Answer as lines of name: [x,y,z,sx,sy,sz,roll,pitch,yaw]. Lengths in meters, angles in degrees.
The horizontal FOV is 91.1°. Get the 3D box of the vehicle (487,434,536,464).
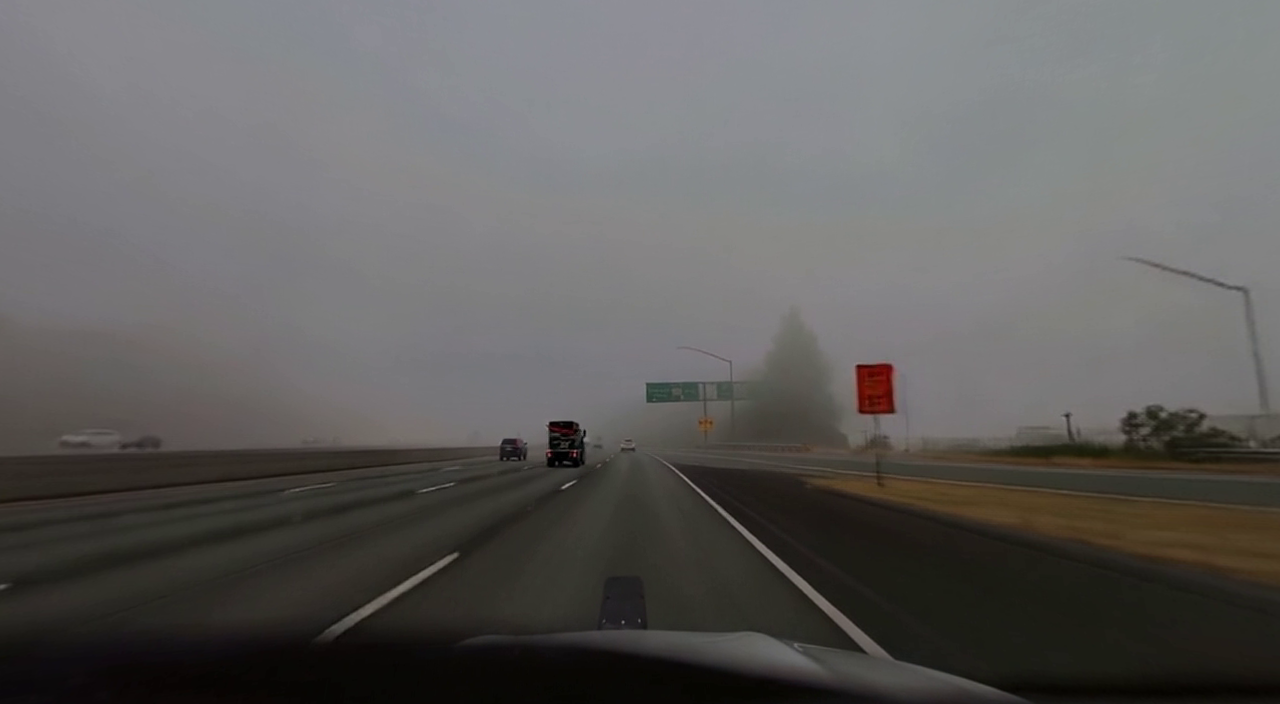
vehicle: [-7.926,6.000,39.059,2.078,1.729,4.722,0,-8,0]

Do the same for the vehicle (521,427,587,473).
vehicle: [-3.491,4.087,26.223,2.194,1.766,3.720,0,-8,0]
